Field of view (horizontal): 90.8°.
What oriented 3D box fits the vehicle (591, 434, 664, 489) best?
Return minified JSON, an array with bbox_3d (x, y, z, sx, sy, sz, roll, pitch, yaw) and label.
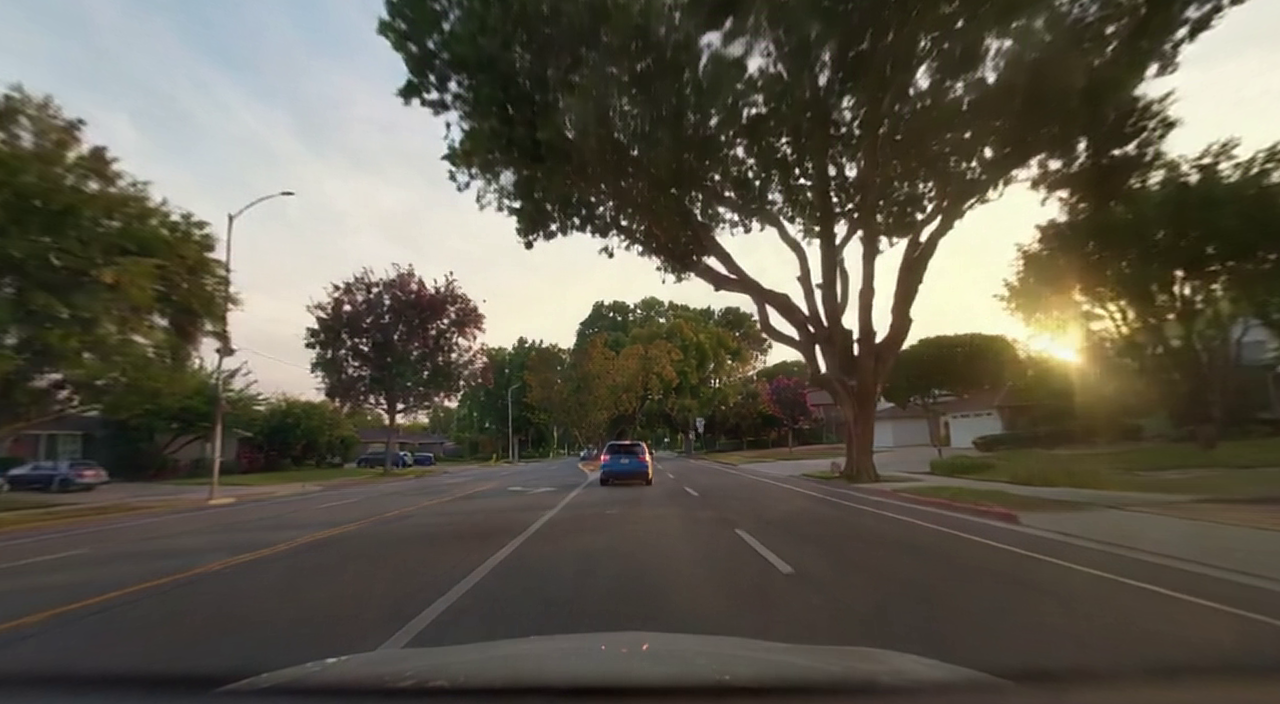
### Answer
[{"bbox_3d":[-0.397,3.575,20.939,2.181,1.639,4.127,0,-8,0],"label":"vehicle"}]
